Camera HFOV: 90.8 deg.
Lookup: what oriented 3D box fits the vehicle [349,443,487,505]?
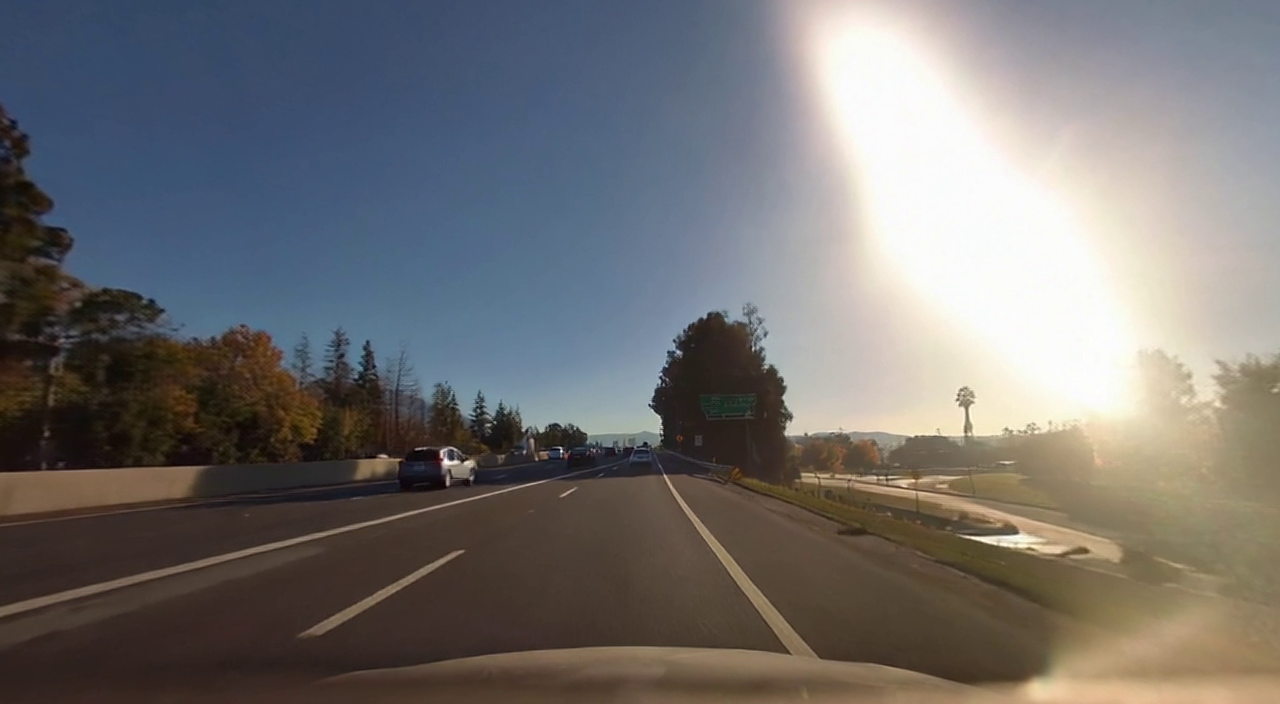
[{"bbox_3d":[-6.370,3.540,18.888,2.102,1.562,4.884,-1,-9,4],"label":"vehicle"}]

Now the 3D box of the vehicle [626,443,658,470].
[{"bbox_3d":[0.206,7.407,44.964,2.179,1.742,4.396,-1,-9,2],"label":"vehicle"}]
